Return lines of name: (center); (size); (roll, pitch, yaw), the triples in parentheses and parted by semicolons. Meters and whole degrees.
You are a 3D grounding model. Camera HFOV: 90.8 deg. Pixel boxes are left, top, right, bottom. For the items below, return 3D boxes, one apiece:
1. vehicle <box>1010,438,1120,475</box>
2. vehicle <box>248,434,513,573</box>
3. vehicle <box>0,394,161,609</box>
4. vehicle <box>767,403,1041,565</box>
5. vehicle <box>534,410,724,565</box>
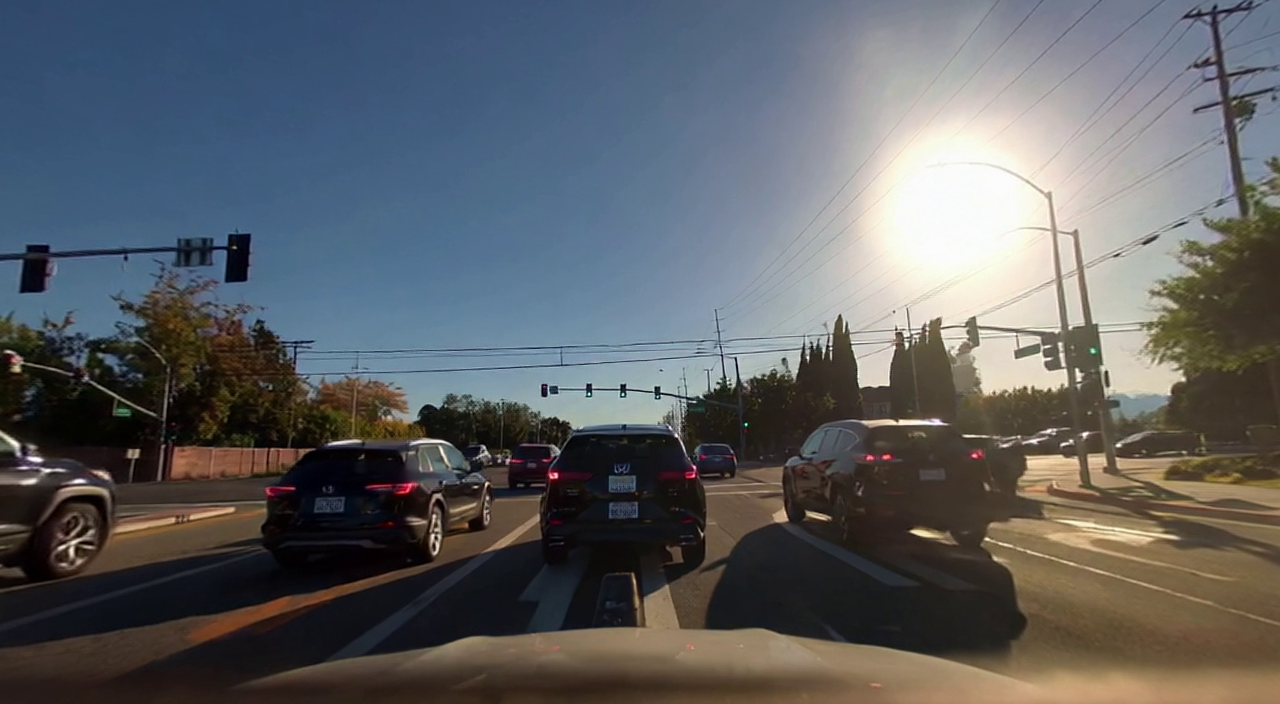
vehicle: (18.352, 4.486, 27.255); (4.218, 1.458, 1.905); (4, -9, -25)
vehicle: (-3.221, 1.959, 9.033); (1.881, 1.466, 4.484); (0, -9, 0)
vehicle: (-6.497, 1.177, 4.754); (2.116, 1.812, 4.609); (0, -9, 0)
vehicle: (3.425, 1.816, 9.415); (1.999, 1.789, 4.583); (0, -9, -1)
vehicle: (-0.108, 1.822, 9.156); (2.111, 1.712, 4.078); (0, -9, 1)
